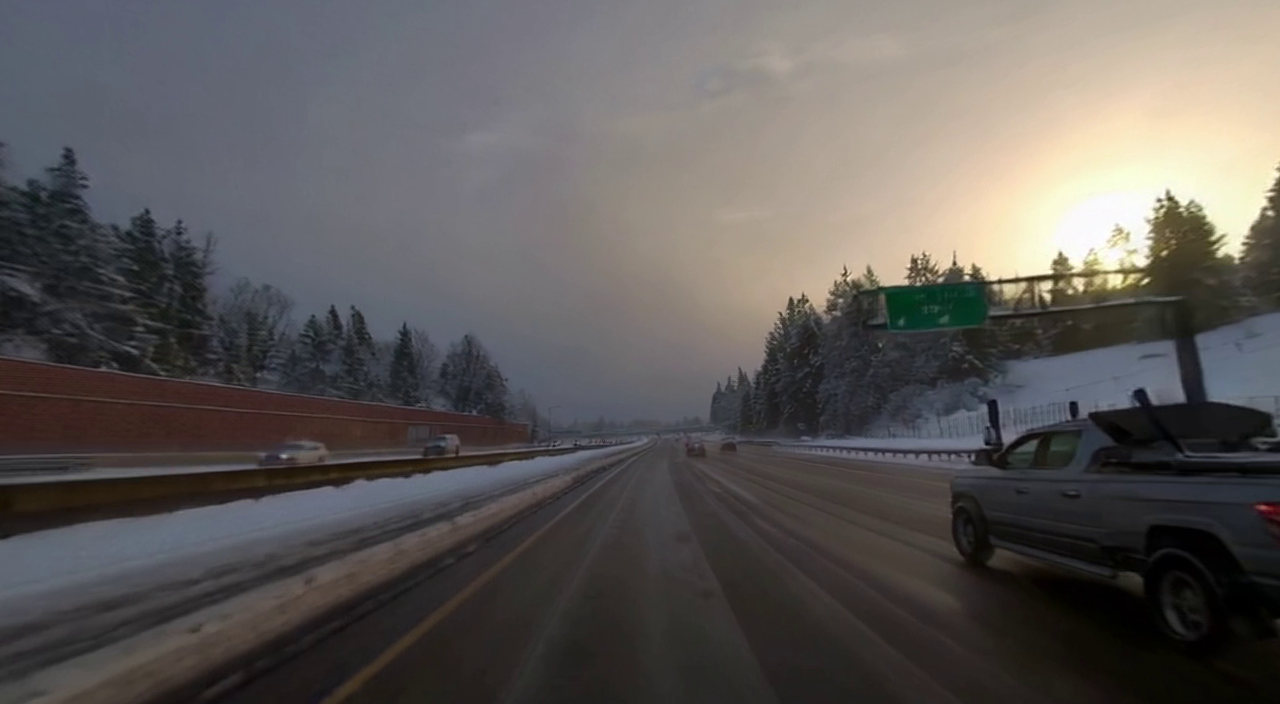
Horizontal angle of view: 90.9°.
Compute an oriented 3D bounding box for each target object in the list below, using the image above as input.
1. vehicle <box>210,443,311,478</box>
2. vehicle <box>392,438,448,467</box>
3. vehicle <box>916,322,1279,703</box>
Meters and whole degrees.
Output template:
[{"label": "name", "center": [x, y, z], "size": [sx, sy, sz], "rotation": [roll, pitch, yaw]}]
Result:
[{"label": "vehicle", "center": [-17.324, 4.940, 29.069], "size": [1.859, 1.467, 4.486], "rotation": [0, -8, 0]}, {"label": "vehicle", "center": [-13.781, 6.296, 39.716], "size": [1.915, 1.699, 4.344], "rotation": [0, -8, 0]}, {"label": "vehicle", "center": [3.900, 0.951, 3.995], "size": [2.190, 1.783, 4.637], "rotation": [0, -8, 0]}]
